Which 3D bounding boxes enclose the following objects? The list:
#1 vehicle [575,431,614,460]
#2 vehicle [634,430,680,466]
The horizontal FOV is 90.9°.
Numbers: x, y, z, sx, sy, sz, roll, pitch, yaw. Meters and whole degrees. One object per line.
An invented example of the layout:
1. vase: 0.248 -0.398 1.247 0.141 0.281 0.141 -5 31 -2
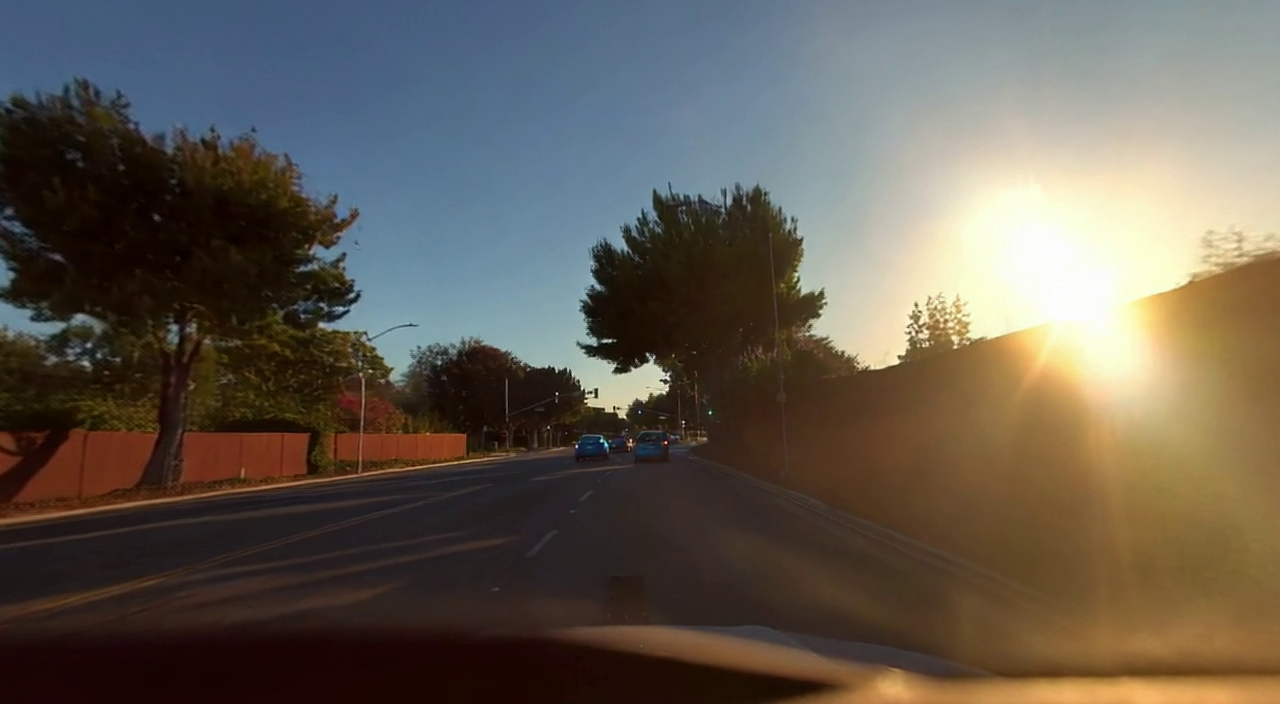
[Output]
1. vehicle: -2.907 6.144 41.400 2.190 1.766 4.394 0 -8 1
2. vehicle: 0.813 4.848 31.834 2.127 1.665 3.993 0 -8 0
